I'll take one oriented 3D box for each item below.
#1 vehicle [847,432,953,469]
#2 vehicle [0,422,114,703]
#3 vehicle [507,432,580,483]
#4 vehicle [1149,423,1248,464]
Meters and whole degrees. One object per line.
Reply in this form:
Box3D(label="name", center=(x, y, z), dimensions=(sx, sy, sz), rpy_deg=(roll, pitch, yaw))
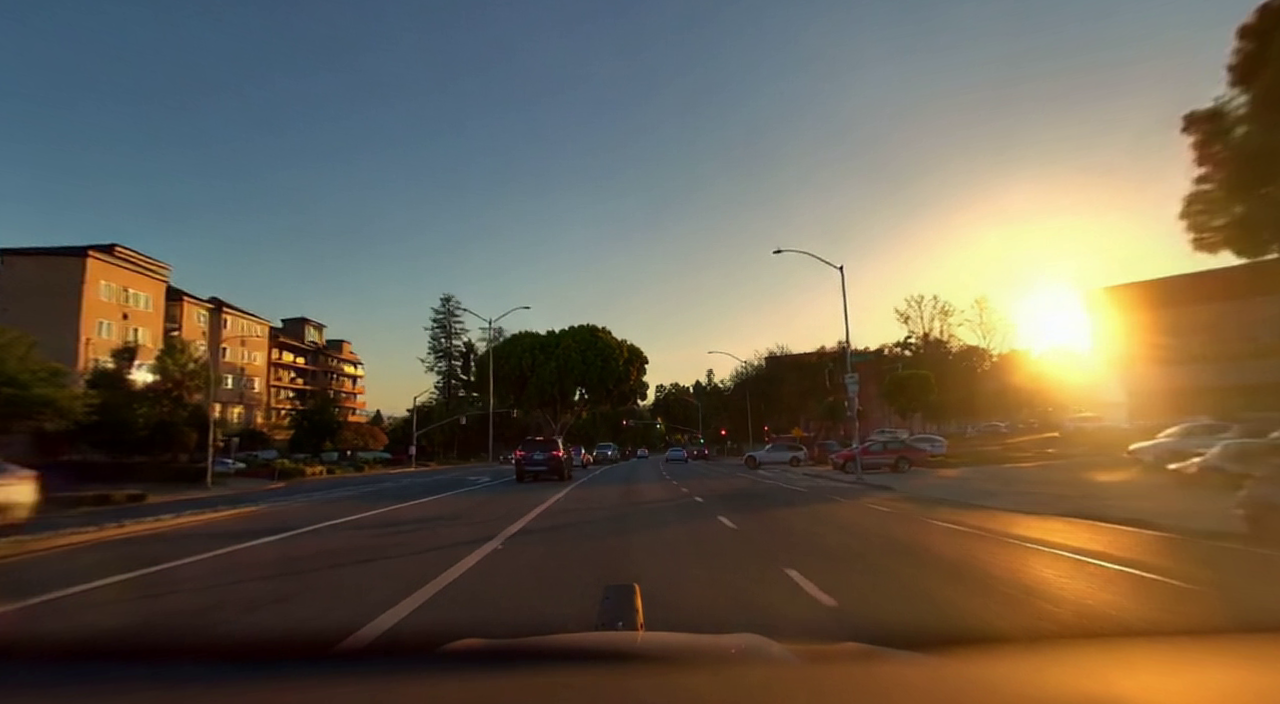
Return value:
Box3D(label="vehicle", center=(12.695, 4.843, 31.130), dimensions=(4.399, 1.722, 2.202), rpy_deg=(-2, -9, 11))
Box3D(label="vehicle", center=(-3.800, 0.774, 1.014), dimensions=(2.144, 1.447, 4.421), rpy_deg=(0, -9, -1))
Box3D(label="vehicle", center=(-3.862, 4.367, 26.311), dimensions=(2.220, 1.888, 4.904), rpy_deg=(0, -9, 1))
Box3D(label="vehicle", center=(21.878, 3.618, 24.954), dimensions=(1.901, 1.450, 4.504), rpy_deg=(-5, -10, 29))
